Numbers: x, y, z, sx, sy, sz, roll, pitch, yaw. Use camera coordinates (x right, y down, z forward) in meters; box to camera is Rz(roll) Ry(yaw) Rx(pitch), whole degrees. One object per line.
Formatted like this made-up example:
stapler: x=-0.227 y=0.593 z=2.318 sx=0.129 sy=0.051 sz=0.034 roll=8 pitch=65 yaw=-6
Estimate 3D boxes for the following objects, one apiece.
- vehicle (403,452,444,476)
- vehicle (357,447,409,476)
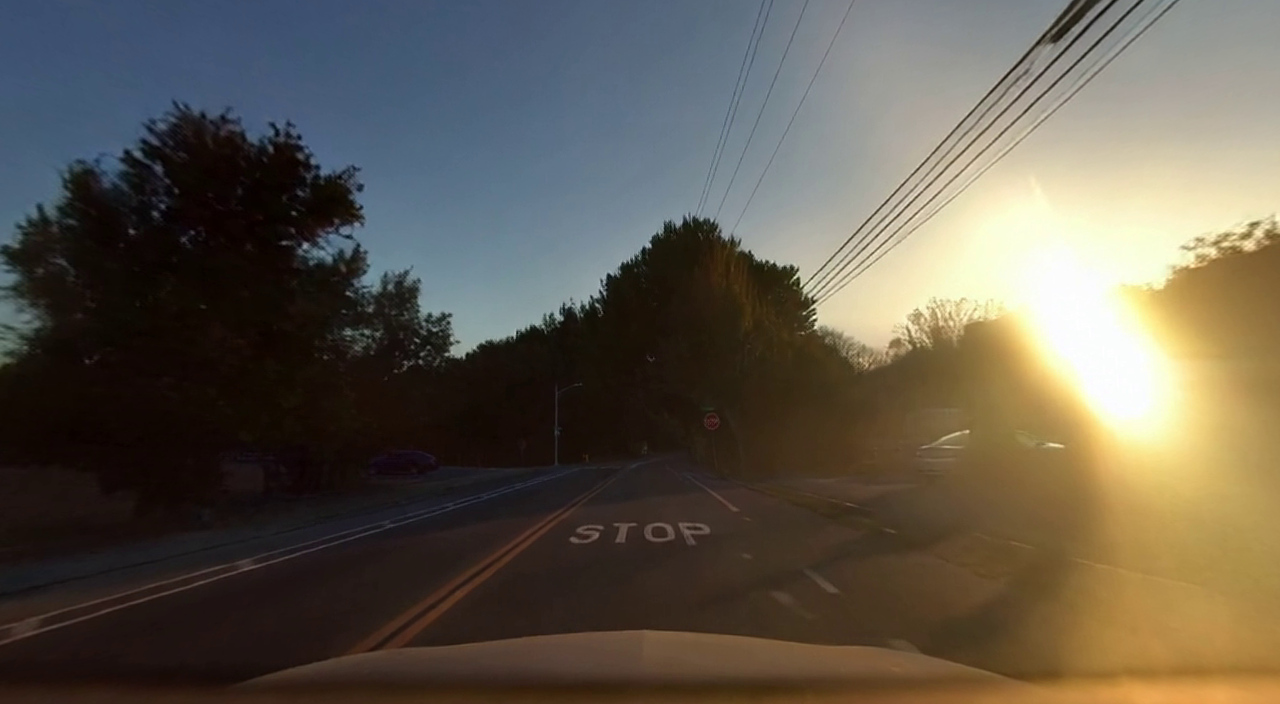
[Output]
vehicle: x=-14.426 y=7.471 z=42.177 sx=1.739 sy=1.539 sz=3.548 roll=1 pitch=-9 yaw=-6
vehicle: x=-17.573 y=7.536 z=43.326 sx=1.849 sy=1.831 sz=3.980 roll=-1 pitch=-11 yaw=0
